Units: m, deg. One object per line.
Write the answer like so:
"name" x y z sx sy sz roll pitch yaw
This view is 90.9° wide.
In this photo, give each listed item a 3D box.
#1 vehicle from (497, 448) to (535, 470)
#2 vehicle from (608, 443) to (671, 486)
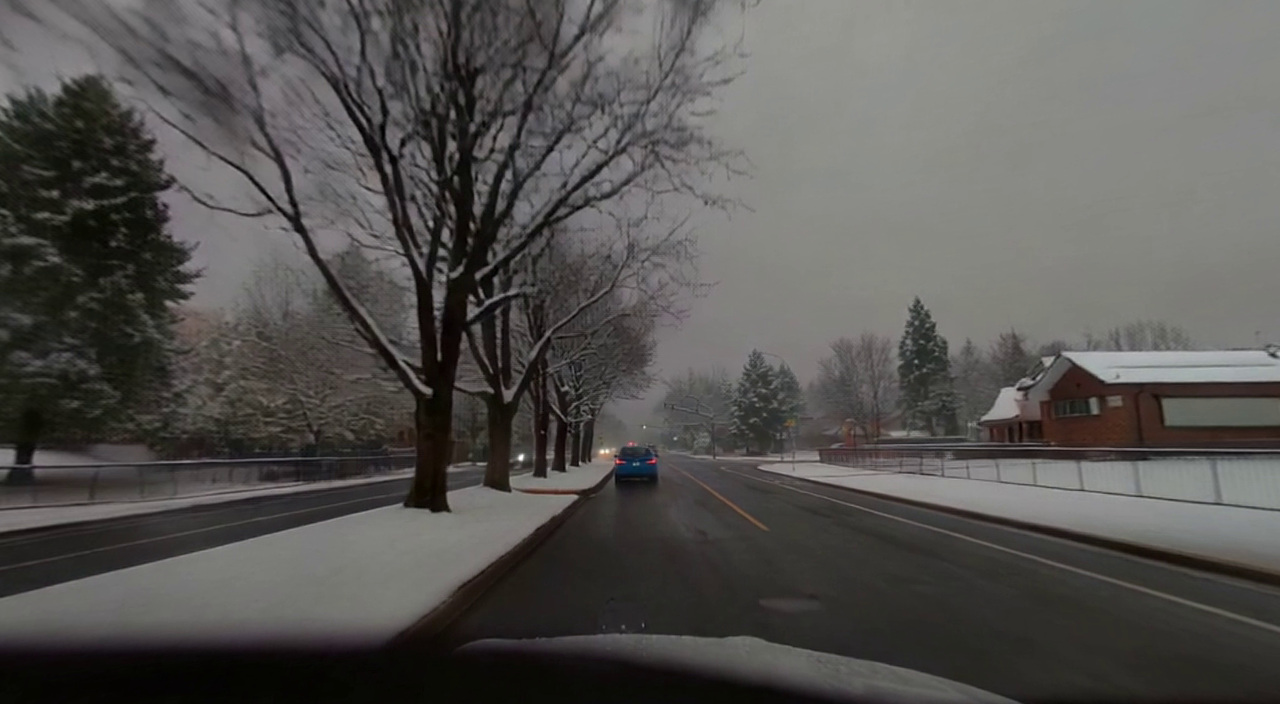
"vehicle" -9.032 7.801 46.278 1.945 1.530 3.740 -1 -9 2
"vehicle" -0.034 4.255 24.230 2.158 1.469 4.909 0 -9 0
